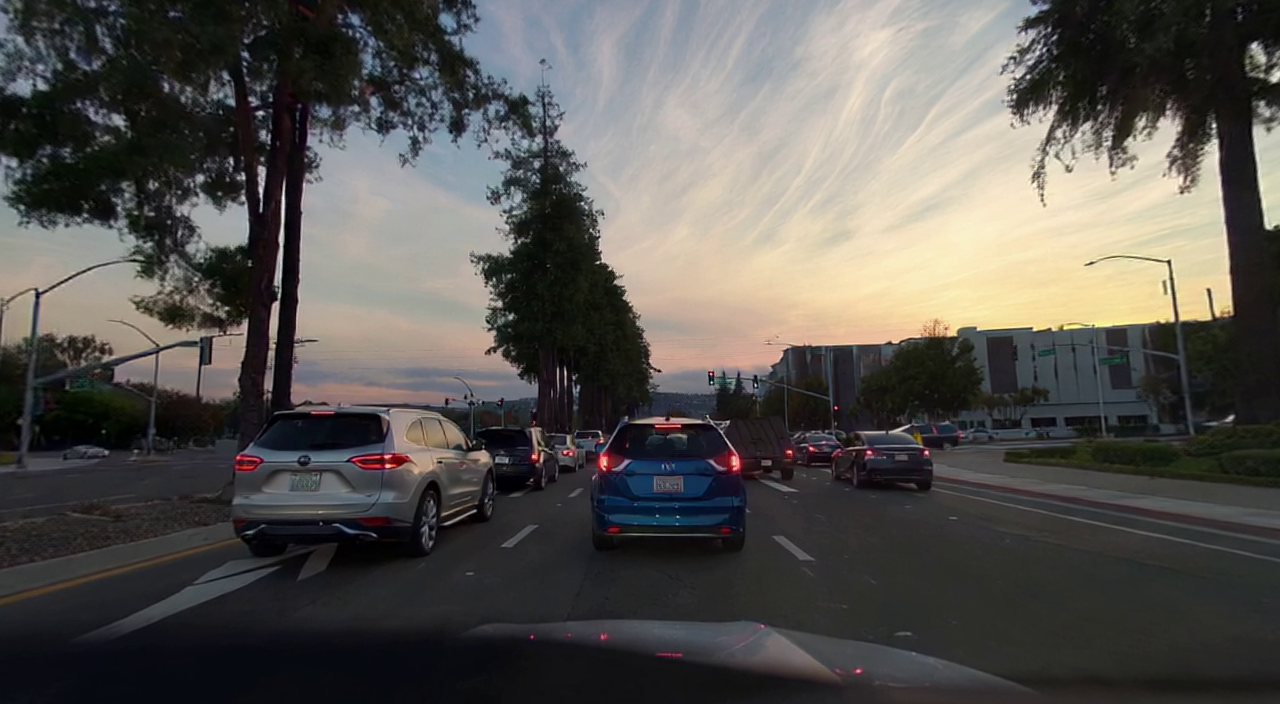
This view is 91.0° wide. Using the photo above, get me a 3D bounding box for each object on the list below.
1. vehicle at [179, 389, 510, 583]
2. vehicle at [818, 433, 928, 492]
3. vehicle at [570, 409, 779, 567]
[{"bbox_3d":[-3.243,1.577,8.174,2.085,1.812,4.388,0,-8,1],"label":"vehicle"},{"bbox_3d":[7.077,3.386,19.627,2.067,1.599,4.251,-1,-8,4],"label":"vehicle"},{"bbox_3d":[0.386,1.744,8.774,2.189,1.649,4.171,0,-8,1],"label":"vehicle"}]
